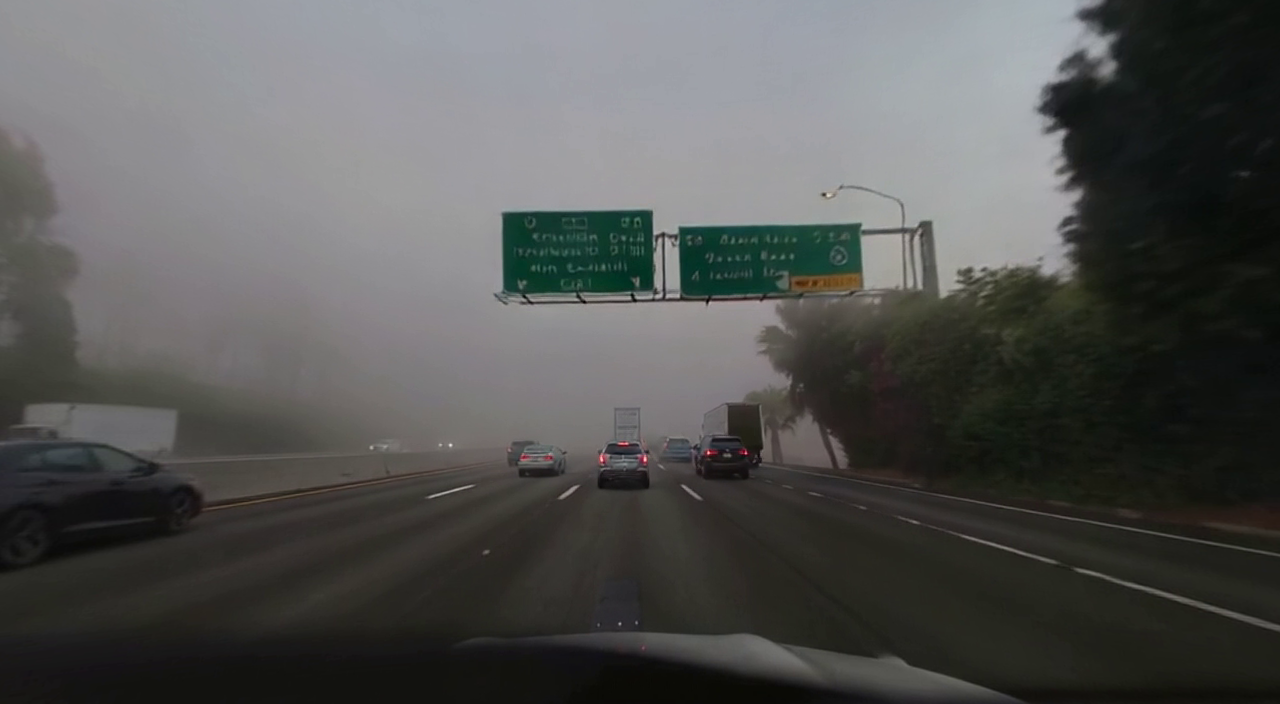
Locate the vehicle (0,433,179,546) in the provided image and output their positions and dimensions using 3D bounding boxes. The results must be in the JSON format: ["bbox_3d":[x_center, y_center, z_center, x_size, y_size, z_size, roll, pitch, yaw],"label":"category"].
[{"bbox_3d":[-9.465,1.931,9.076,2.015,1.469,4.938,0,-8,-2],"label":"vehicle"}]

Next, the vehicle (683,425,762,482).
[{"bbox_3d":[2.930,3.723,23.345,2.173,1.870,4.499,0,-8,-2],"label":"vehicle"}]

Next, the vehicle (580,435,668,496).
[{"bbox_3d":[-0.391,3.055,17.341,2.136,1.470,3.971,0,-8,0],"label":"vehicle"}]

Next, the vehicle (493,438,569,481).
[{"bbox_3d":[-3.938,3.963,23.494,1.998,1.423,4.436,0,-8,0],"label":"vehicle"}]
